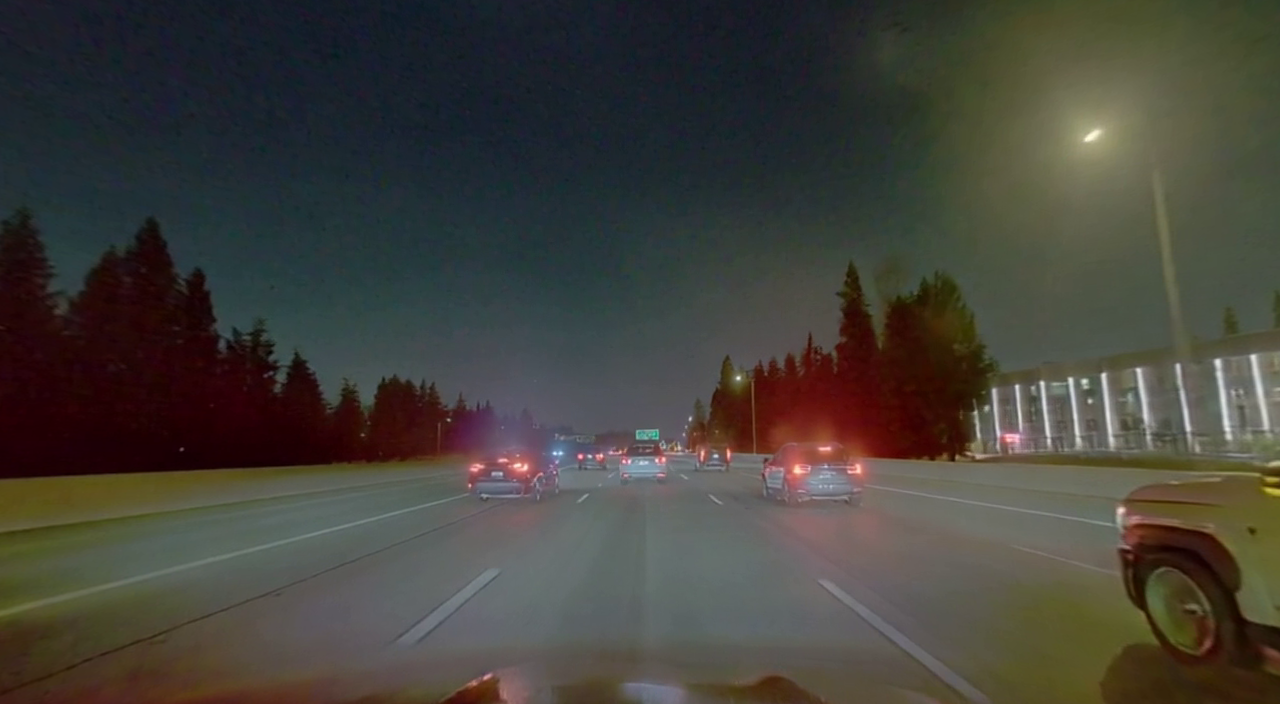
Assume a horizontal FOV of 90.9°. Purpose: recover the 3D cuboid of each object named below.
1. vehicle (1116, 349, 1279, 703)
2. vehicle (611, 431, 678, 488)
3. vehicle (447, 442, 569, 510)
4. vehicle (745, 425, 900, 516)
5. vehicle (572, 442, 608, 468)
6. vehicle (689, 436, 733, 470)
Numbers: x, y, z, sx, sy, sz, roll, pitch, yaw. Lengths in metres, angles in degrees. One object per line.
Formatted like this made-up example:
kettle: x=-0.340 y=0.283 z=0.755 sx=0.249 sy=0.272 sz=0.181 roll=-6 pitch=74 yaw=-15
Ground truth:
vehicle: x=3.866 y=0.634 z=1.370 sx=2.156 sy=1.701 sz=4.494 roll=-1 pitch=-8 yaw=1
vehicle: x=0.151 y=3.820 z=22.705 sx=2.153 sy=1.805 sz=4.631 roll=0 pitch=-8 yaw=0
vehicle: x=-3.109 y=3.032 z=16.052 sx=1.965 sy=1.443 sz=4.968 roll=-1 pitch=-8 yaw=1
vehicle: x=3.764 y=2.524 z=13.939 sx=2.094 sy=1.676 sz=4.309 roll=0 pitch=-8 yaw=0
vehicle: x=-3.361 y=6.966 z=42.885 sx=1.951 sy=1.694 sz=4.188 roll=-1 pitch=-8 yaw=2
vehicle: x=4.072 y=5.836 z=36.658 sx=2.039 sy=1.832 sz=3.989 roll=0 pitch=-8 yaw=-1
